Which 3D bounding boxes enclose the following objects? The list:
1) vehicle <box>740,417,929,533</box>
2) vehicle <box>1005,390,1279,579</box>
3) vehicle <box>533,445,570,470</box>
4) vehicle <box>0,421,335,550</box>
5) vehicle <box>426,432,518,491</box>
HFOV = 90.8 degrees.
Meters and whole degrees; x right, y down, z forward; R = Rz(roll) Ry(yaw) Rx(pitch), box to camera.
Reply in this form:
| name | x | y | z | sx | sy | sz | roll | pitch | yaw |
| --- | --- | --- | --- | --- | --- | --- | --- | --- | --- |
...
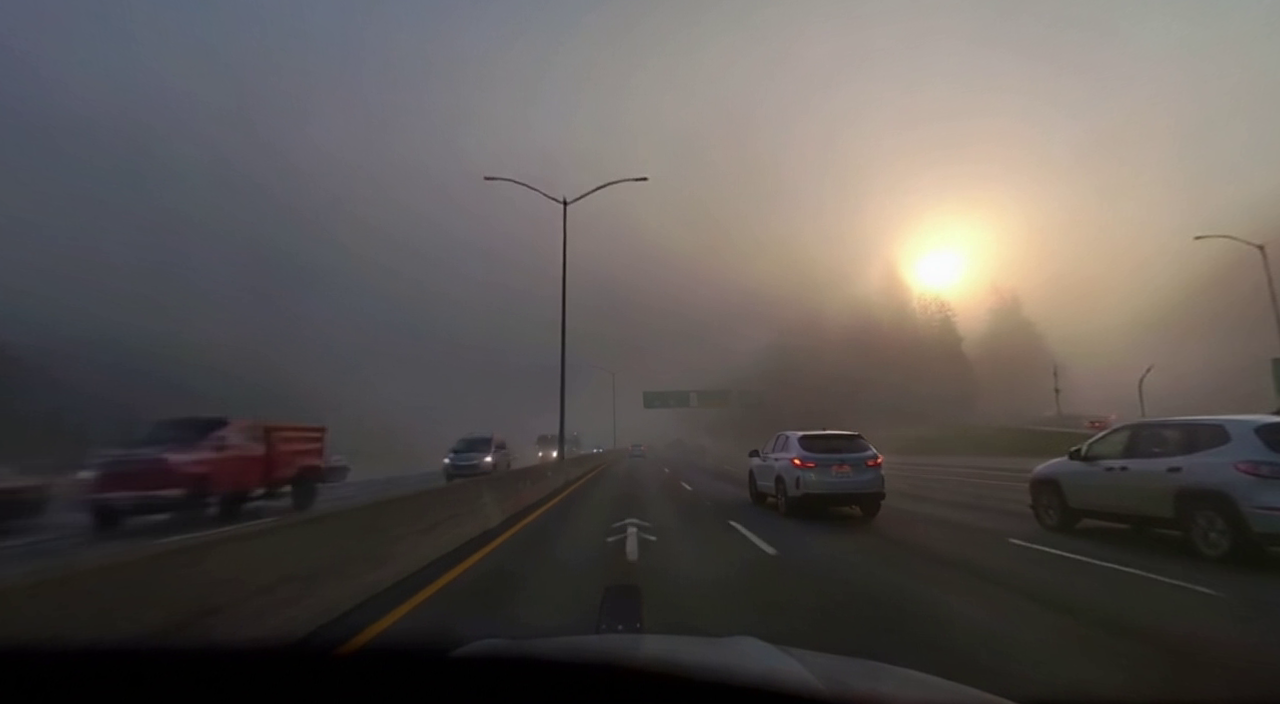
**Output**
| name | x | y | z | sx | sy | sz | roll | pitch | yaw |
| --- | --- | --- | --- | --- | --- | --- | --- | --- | --- |
| vehicle | 3.242 | 2.151 | 11.616 | 2.059 | 1.711 | 4.302 | 0 | -8 | 0 |
| vehicle | 7.166 | 1.557 | 7.989 | 2.040 | 1.801 | 4.959 | 0 | -8 | -1 |
| vehicle | -5.816 | 6.940 | 41.816 | 1.888 | 1.532 | 3.906 | 0 | -8 | 0 |
| vehicle | -9.060 | 2.597 | 13.239 | 2.273 | 2.041 | 6.129 | 0 | -8 | 0 |
| vehicle | -5.749 | 3.794 | 22.284 | 2.048 | 1.838 | 4.587 | 0 | -8 | -1 |
